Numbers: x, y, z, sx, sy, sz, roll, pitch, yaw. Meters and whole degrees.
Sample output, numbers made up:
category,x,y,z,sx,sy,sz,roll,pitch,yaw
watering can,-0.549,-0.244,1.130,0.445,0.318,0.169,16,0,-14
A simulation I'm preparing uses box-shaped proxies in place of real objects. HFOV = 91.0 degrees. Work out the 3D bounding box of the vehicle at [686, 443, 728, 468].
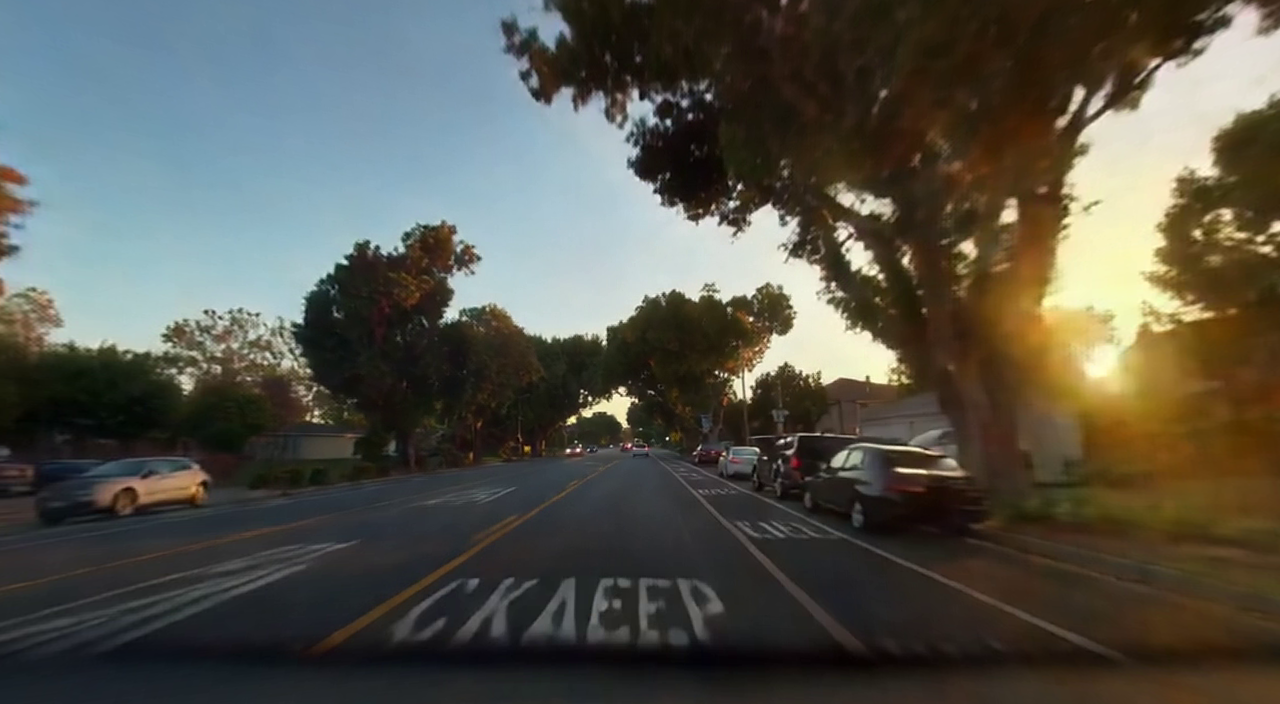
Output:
category,x,y,z,sx,sy,sz,roll,pitch,yaw
vehicle,4.394,6.899,42.356,2.154,1.550,5.785,0,-8,0

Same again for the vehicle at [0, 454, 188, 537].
category,x,y,z,sx,sy,sz,roll,pitch,yaw
vehicle,-12.989,3.299,14.942,1.879,1.491,3.678,-3,-7,-2

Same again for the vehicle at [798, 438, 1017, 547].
category,x,y,z,sx,sy,sz,roll,pitch,yaw
vehicle,4.311,2.299,11.053,1.918,1.510,4.323,0,-8,0
